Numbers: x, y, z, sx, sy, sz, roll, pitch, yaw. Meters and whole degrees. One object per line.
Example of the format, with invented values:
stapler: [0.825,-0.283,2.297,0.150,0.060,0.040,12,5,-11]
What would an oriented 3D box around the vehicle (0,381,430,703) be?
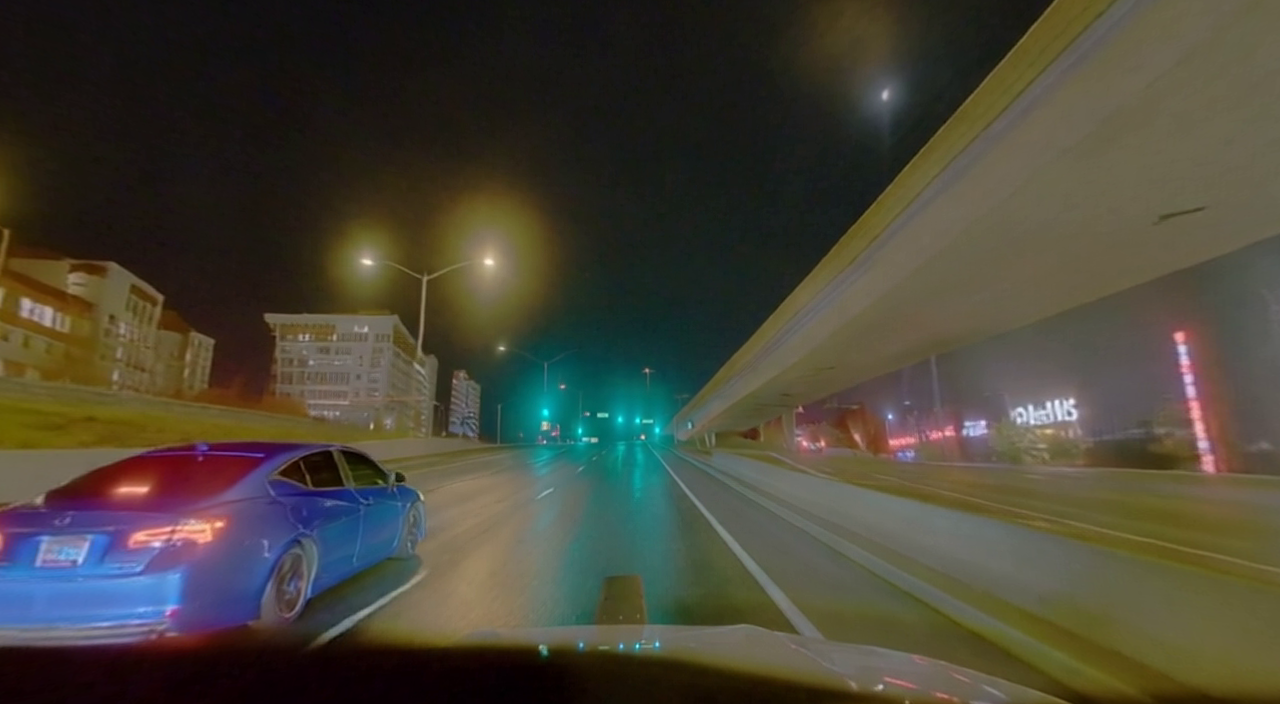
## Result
vehicle: [-3.071,1.118,3.877,2.041,1.470,4.290,0,-9,1]
